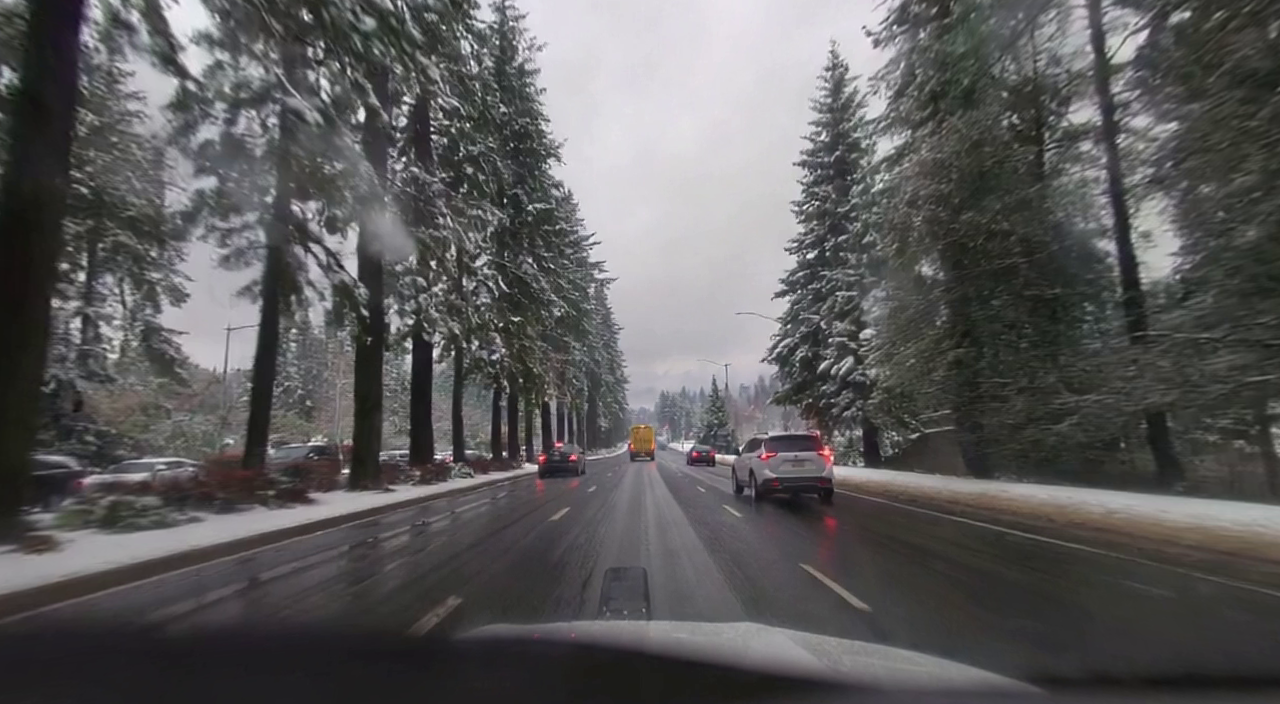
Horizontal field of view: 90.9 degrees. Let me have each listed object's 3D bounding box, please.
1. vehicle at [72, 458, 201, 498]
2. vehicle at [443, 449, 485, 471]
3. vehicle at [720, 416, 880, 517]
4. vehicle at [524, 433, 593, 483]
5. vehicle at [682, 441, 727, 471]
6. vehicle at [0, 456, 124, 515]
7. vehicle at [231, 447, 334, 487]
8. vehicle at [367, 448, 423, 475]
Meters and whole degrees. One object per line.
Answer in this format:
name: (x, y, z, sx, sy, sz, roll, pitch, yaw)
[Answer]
vehicle: (-21.282, 5.321, 26.924, 1.864, 1.448, 4.375, 0, -8, 0)
vehicle: (-13.472, 8.291, 48.573, 1.887, 1.513, 4.442, 0, -9, 1)
vehicle: (3.598, 2.738, 15.708, 2.381, 2.008, 5.971, 0, -8, 0)
vehicle: (-3.315, 4.456, 26.789, 2.255, 1.940, 4.822, 0, -8, 0)
vehicle: (3.943, 6.472, 39.371, 2.280, 1.757, 4.572, 0, -8, -1)
vehicle: (-17.731, 3.714, 17.811, 1.969, 1.476, 5.021, 0, -9, 1)
vehicle: (-17.449, 5.599, 31.104, 2.124, 1.803, 4.878, 0, -9, 1)
vehicle: (-17.432, 7.805, 45.152, 2.059, 1.780, 4.641, 0, -8, 1)
